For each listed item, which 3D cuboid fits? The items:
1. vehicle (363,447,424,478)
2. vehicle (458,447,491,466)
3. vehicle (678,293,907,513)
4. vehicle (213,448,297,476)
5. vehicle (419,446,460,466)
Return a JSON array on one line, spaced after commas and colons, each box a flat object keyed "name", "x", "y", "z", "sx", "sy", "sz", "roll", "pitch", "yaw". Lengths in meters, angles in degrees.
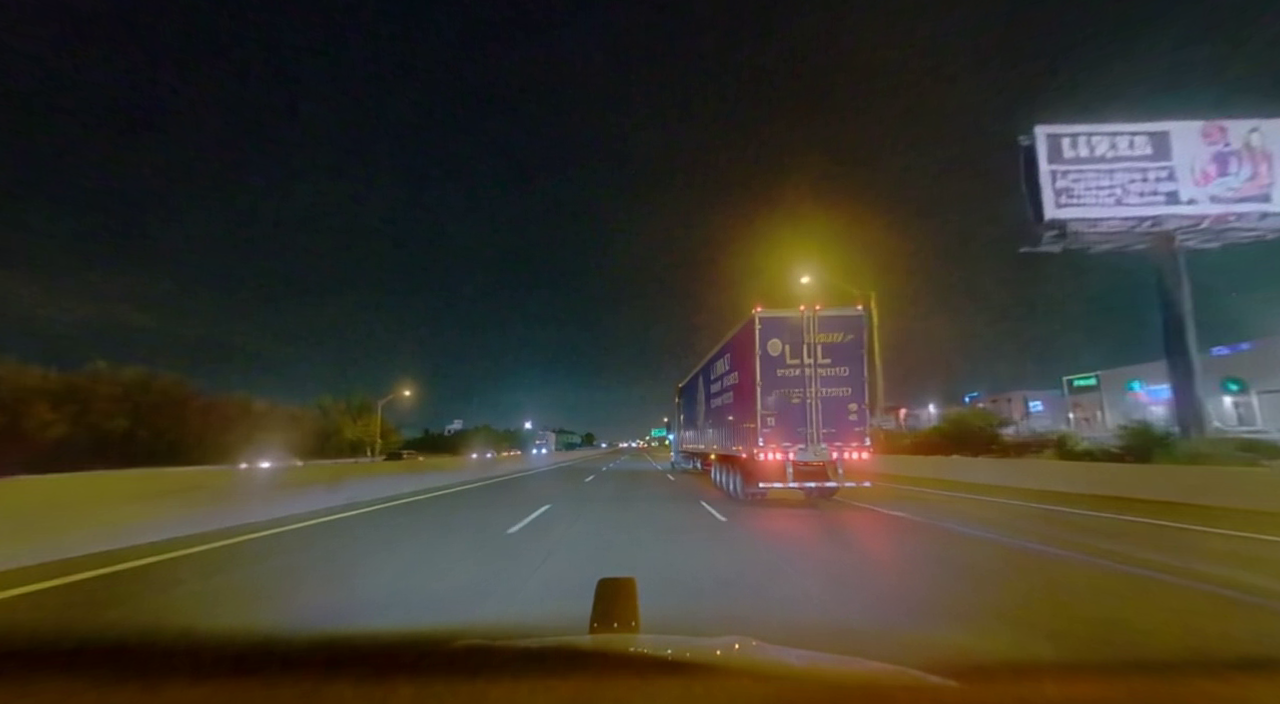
[{"name": "vehicle", "x": -11.111, "y": 4.989, "z": 28.652, "sx": 1.452, "sy": 1.311, "sz": 3.176, "roll": 0, "pitch": -9, "yaw": 0}, {"name": "vehicle", "x": -11.758, "y": 7.435, "z": 44.993, "sx": 1.438, "sy": 1.326, "sz": 3.184, "roll": 0, "pitch": -9, "yaw": 0}, {"name": "vehicle", "x": 3.534, "y": 2.254, "z": 21.156, "sx": 2.891, "sy": 4.387, "sz": 17.121, "roll": 0, "pitch": -9, "yaw": -2}, {"name": "vehicle", "x": -22.434, "y": 6.425, "z": 37.094, "sx": 1.999, "sy": 1.523, "sz": 4.691, "roll": 0, "pitch": -9, "yaw": -1}, {"name": "vehicle", "x": -14.834, "y": 7.711, "z": 46.951, "sx": 1.864, "sy": 1.435, "sz": 3.584, "roll": 0, "pitch": -9, "yaw": 0}]
